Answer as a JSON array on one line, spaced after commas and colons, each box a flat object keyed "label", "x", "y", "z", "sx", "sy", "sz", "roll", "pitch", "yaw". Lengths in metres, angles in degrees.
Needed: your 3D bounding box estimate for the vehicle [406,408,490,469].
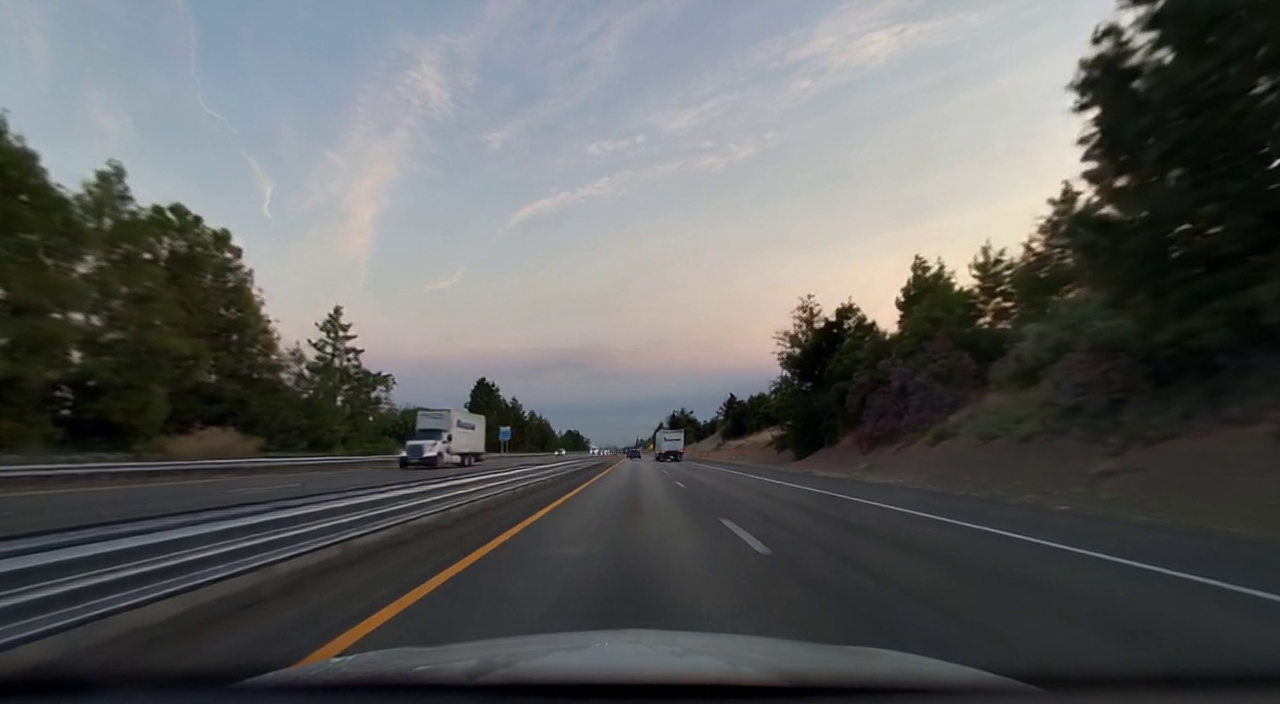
[{"label": "vehicle", "x": -13.542, "y": 6.312, "z": 45.617, "sx": 3.001, "sy": 3.888, "sz": 9.974, "roll": 0, "pitch": -9, "yaw": 0}]
